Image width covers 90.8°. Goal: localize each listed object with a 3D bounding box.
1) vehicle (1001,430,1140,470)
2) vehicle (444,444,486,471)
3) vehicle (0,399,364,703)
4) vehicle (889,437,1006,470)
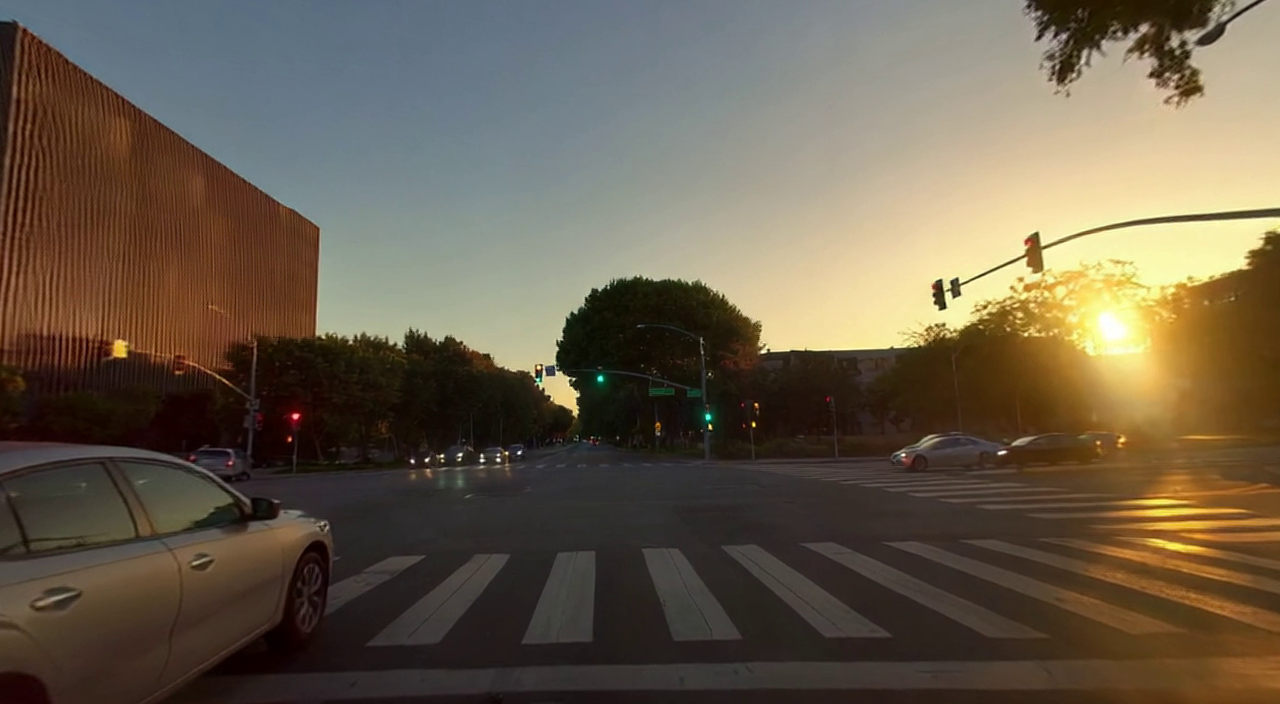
[{"bbox_3d":[16.910,3.868,24.962,4.181,1.483,1.831,0,-8,-3],"label":"vehicle"},{"bbox_3d":[-12.876,7.768,46.802,2.051,1.715,4.346,-2,-6,-3],"label":"vehicle"},{"bbox_3d":[-3.072,0.967,2.494,1.919,1.478,4.720,0,-8,-1],"label":"vehicle"},{"bbox_3d":[14.921,4.940,30.832,4.660,1.495,2.007,0,-8,-2],"label":"vehicle"}]
